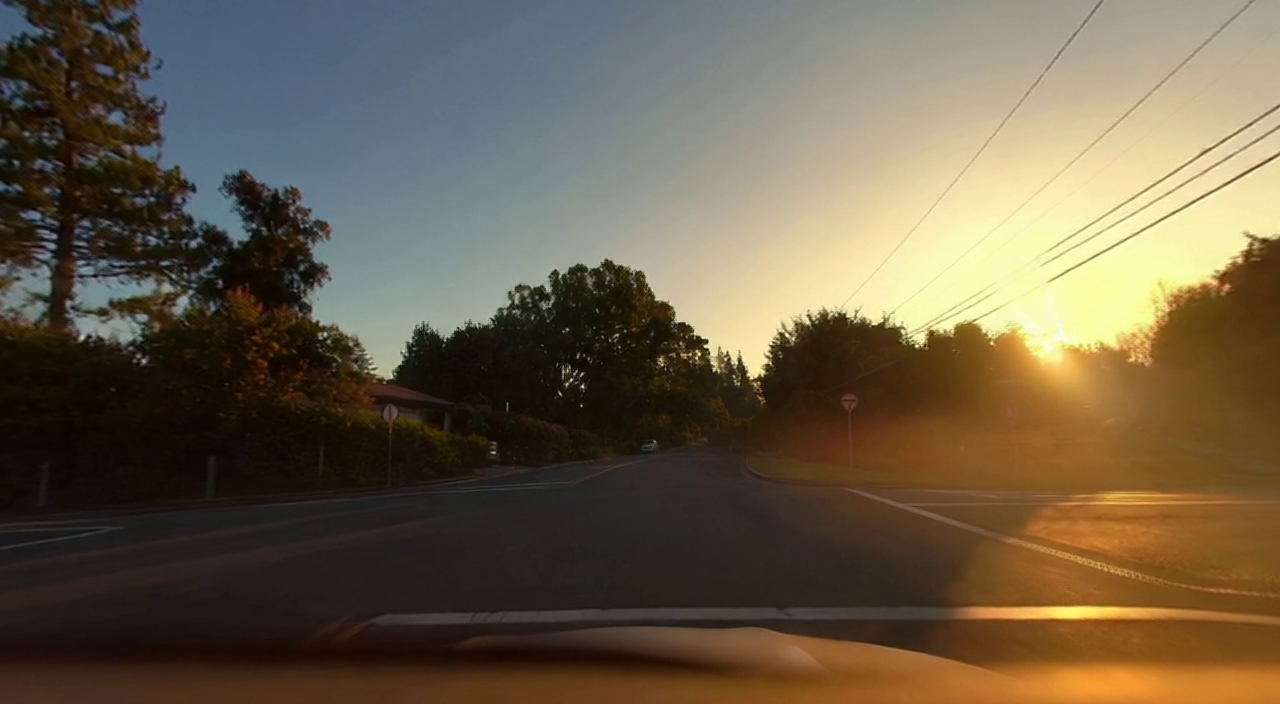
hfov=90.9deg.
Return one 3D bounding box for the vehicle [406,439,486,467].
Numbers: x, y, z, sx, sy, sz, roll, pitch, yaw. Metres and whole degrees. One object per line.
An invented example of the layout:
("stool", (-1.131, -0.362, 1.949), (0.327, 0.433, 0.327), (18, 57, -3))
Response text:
("vehicle", (-12.702, 6.630, 41.467), (4.590, 1.735, 1.973), (0, -9, 3))
